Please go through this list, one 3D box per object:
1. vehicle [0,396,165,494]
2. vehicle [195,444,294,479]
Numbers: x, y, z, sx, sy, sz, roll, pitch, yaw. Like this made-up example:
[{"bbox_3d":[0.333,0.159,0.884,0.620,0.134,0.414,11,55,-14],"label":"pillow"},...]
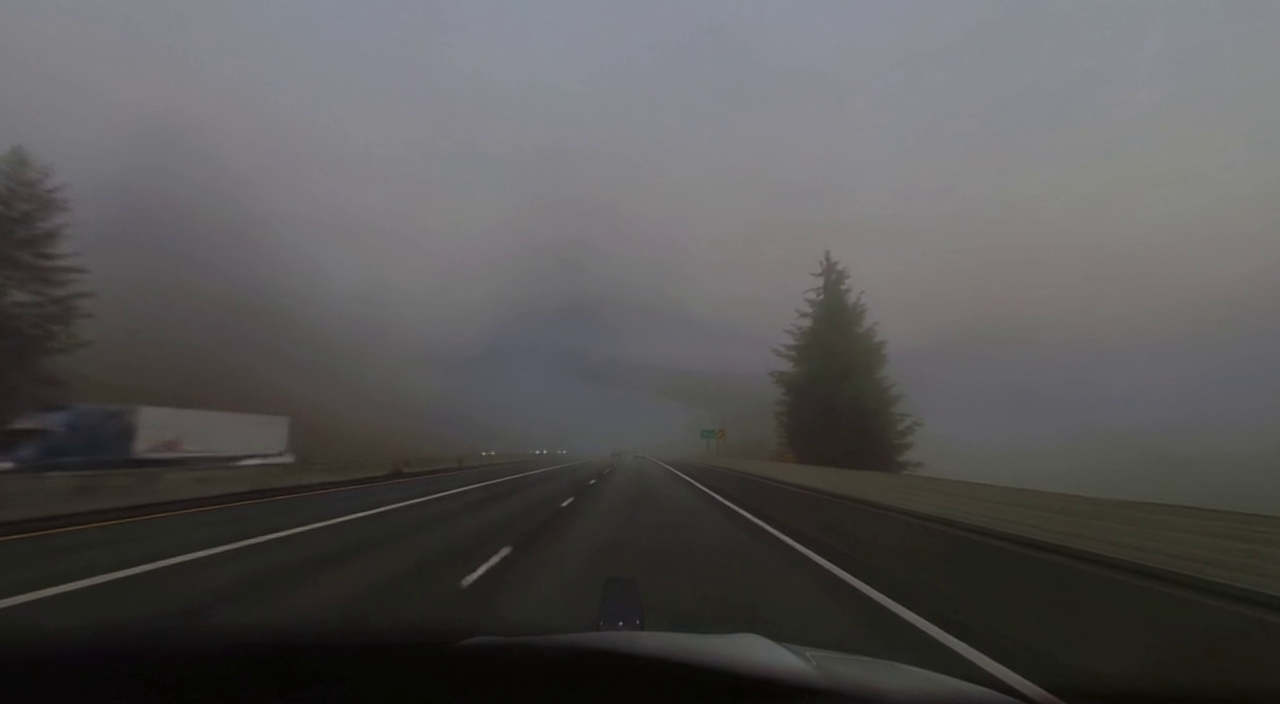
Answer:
[{"bbox_3d":[-25.540,4.195,28.443,2.916,3.874,6.628,0,-9,-1],"label":"vehicle"},{"bbox_3d":[-20.798,5.773,33.500,2.042,1.674,4.948,0,-9,-1],"label":"vehicle"}]
